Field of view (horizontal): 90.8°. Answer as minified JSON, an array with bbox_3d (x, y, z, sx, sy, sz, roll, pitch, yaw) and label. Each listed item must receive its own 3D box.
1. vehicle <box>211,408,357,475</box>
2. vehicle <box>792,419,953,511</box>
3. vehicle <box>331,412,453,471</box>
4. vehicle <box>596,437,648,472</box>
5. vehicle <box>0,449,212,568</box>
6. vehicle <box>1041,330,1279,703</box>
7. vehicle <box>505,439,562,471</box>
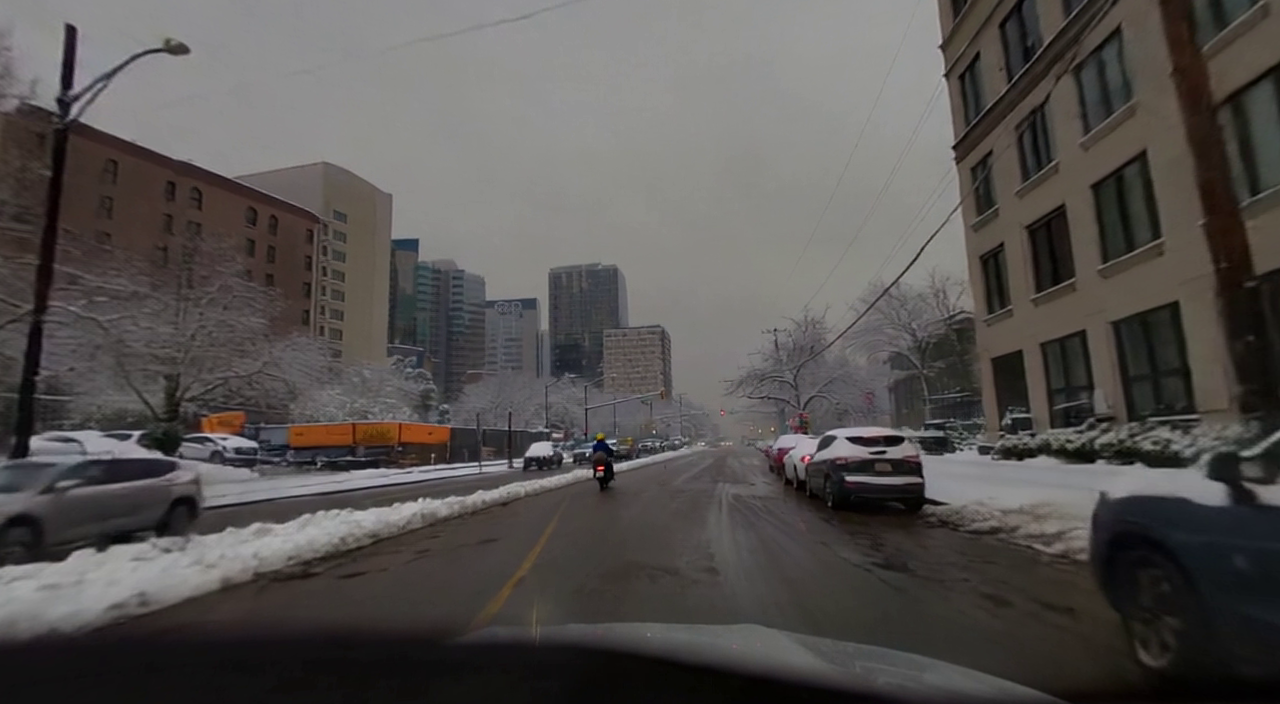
[{"bbox_3d":[-20.792,5.317,37.802,3.283,3.441,8.669,-2,-8,4],"label":"vehicle"},{"bbox_3d":[5.297,2.670,15.377,2.387,1.820,5.286,-1,-8,6],"label":"vehicle"},{"bbox_3d":[-14.835,5.517,38.838,2.990,3.144,9.080,-1,-9,6],"label":"vehicle"},{"bbox_3d":[-0.825,5.077,31.504,1.925,1.602,4.090,-1,-8,8],"label":"vehicle"},{"bbox_3d":[-9.358,2.303,9.802,1.905,1.536,4.714,-1,-8,4],"label":"vehicle"},{"bbox_3d":[3.851,0.689,1.856,2.171,1.832,5.180,-1,-8,4],"label":"vehicle"},{"bbox_3d":[-6.313,6.174,37.964,2.053,1.771,4.684,-1,-9,7],"label":"vehicle"}]
